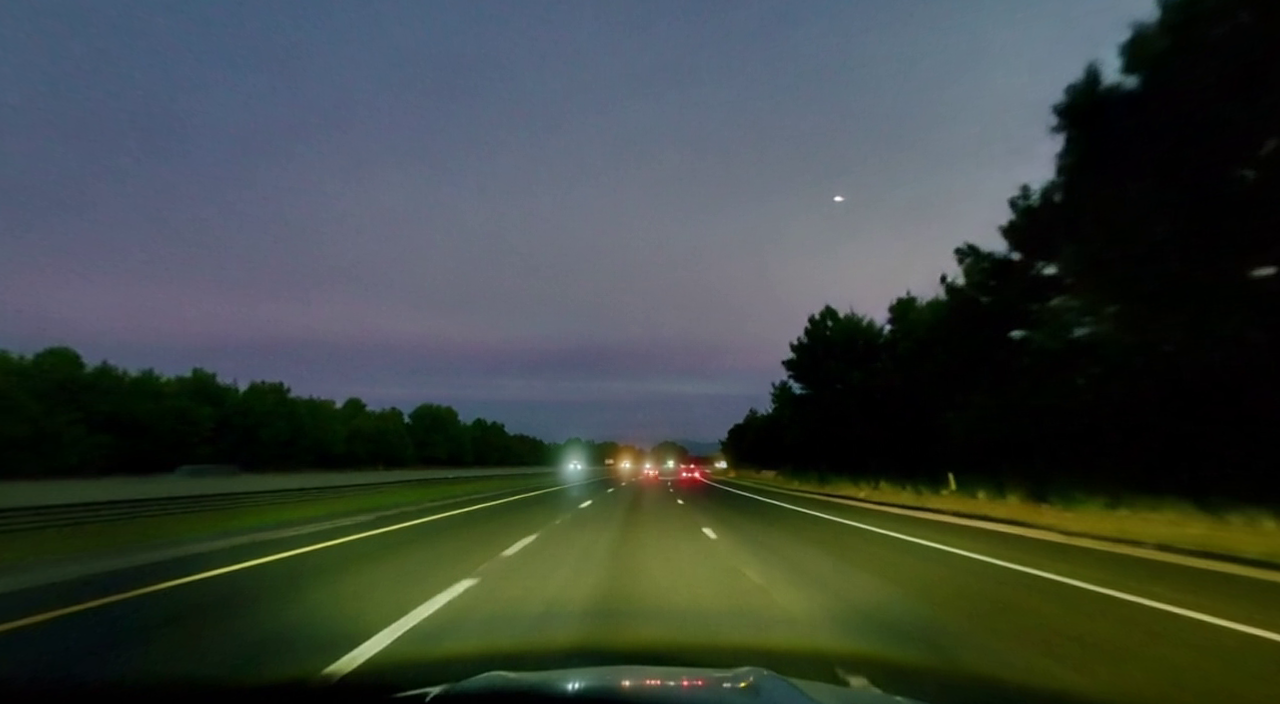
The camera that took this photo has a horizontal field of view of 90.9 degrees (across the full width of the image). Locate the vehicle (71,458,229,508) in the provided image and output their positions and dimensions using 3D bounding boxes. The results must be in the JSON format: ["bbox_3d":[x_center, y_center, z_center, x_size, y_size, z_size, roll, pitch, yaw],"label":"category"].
[{"bbox_3d":[-16.351,4.380,21.354,2.023,1.482,3.976,0,-10,2],"label":"vehicle"}]
